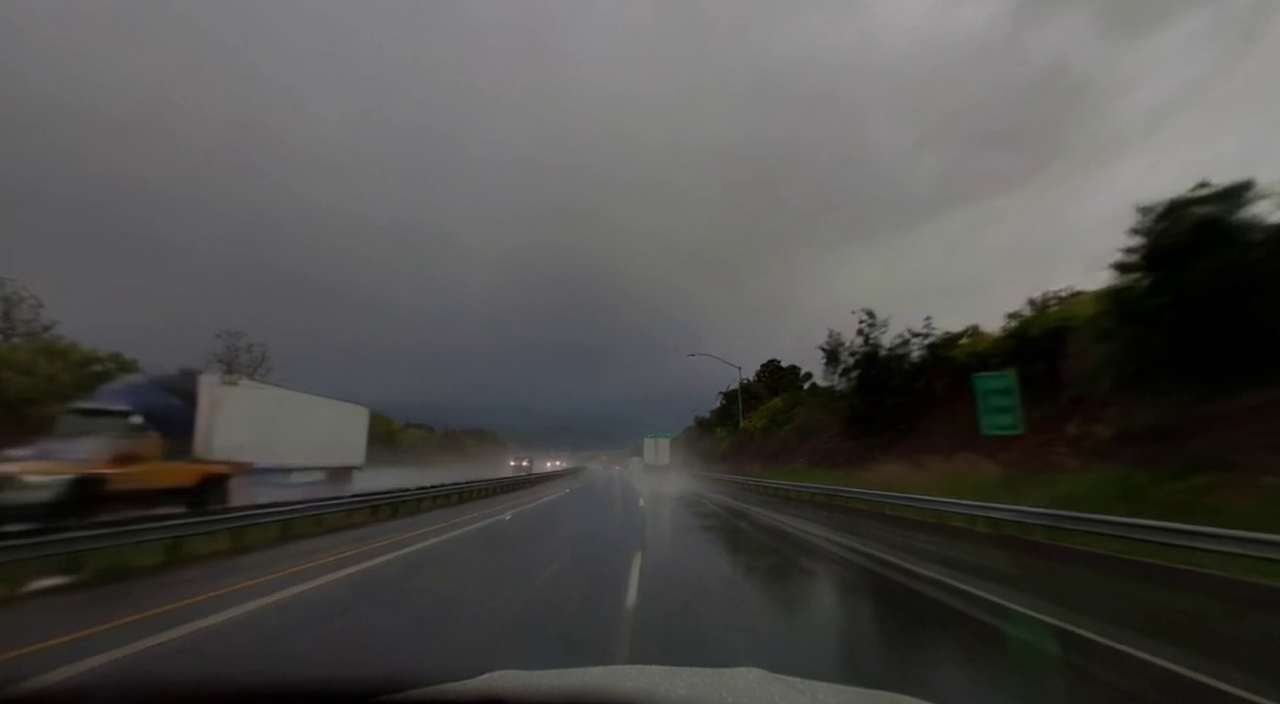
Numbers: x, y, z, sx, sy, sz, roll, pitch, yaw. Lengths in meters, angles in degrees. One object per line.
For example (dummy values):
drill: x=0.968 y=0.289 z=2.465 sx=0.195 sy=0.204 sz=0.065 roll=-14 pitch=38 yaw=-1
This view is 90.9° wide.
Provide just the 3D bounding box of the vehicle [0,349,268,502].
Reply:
vehicle: x=-15.260 y=2.442 z=19.797 sx=3.462 sy=4.089 sz=5.413 roll=1 pitch=-11 yaw=1

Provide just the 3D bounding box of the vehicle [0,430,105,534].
vehicle: x=-10.908 y=1.910 z=9.311 sx=1.919 sy=1.589 sz=4.558 roll=1 pitch=-11 yaw=0
